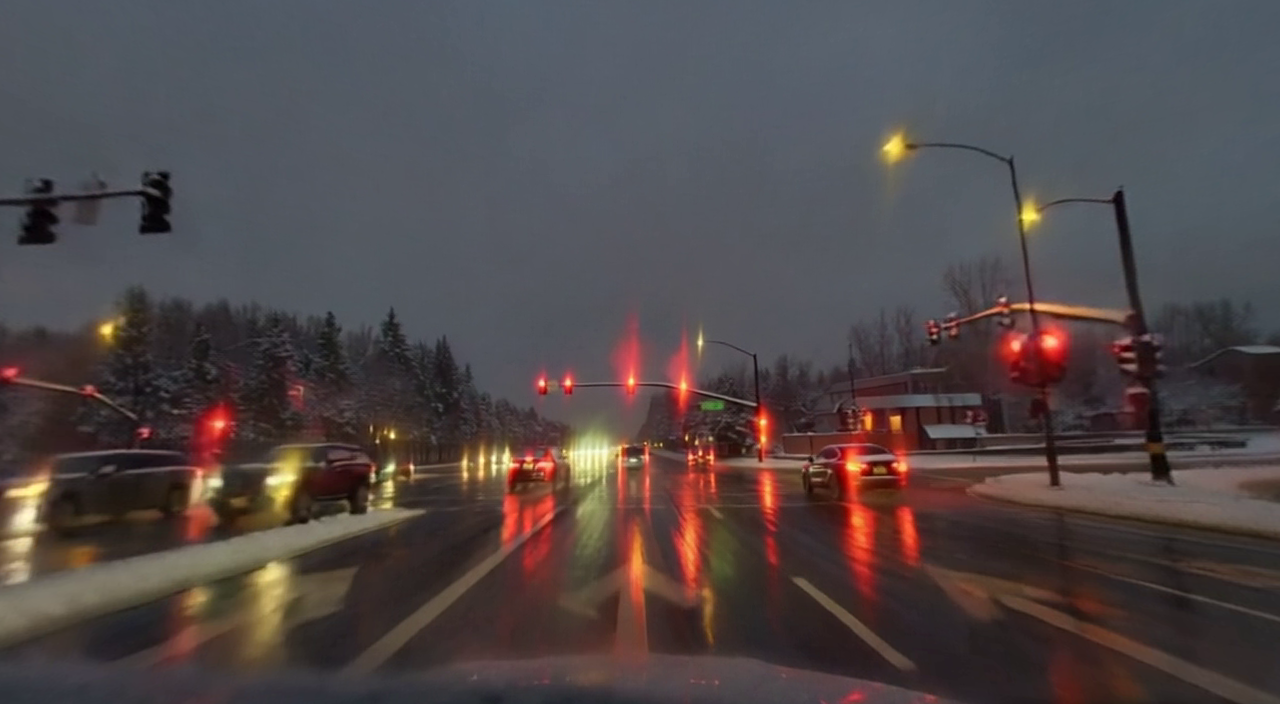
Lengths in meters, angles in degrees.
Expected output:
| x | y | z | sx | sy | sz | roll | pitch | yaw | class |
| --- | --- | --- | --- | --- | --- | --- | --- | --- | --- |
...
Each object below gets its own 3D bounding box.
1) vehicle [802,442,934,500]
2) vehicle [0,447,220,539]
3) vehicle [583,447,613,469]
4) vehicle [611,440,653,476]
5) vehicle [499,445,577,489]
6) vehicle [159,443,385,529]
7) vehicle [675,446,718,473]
| x | y | z | sx | sy | sz | roll | pitch | yaw | class |
| --- | --- | --- | --- | --- | --- | --- | --- | --- | --- |
| 6.411 | 3.367 | 18.414 | 2.028 | 1.451 | 4.625 | 0 | -8 | -1 | vehicle |
| -10.947 | 2.661 | 12.633 | 2.047 | 1.479 | 4.228 | 0 | -8 | 2 | vehicle |
| -3.117 | 7.938 | 47.499 | 2.002 | 1.502 | 4.057 | 0 | -8 | -1 | vehicle |
| -0.383 | 5.349 | 32.149 | 2.008 | 1.716 | 4.125 | 0 | -8 | 0 | vehicle |
| -3.732 | 4.279 | 23.953 | 2.163 | 1.474 | 4.413 | 0 | -8 | 1 | vehicle |
| -7.404 | 2.696 | 13.433 | 2.013 | 1.488 | 4.596 | 0 | -8 | 0 | vehicle |
| 3.252 | 6.243 | 36.988 | 2.014 | 1.430 | 4.103 | 0 | -8 | -2 | vehicle |
